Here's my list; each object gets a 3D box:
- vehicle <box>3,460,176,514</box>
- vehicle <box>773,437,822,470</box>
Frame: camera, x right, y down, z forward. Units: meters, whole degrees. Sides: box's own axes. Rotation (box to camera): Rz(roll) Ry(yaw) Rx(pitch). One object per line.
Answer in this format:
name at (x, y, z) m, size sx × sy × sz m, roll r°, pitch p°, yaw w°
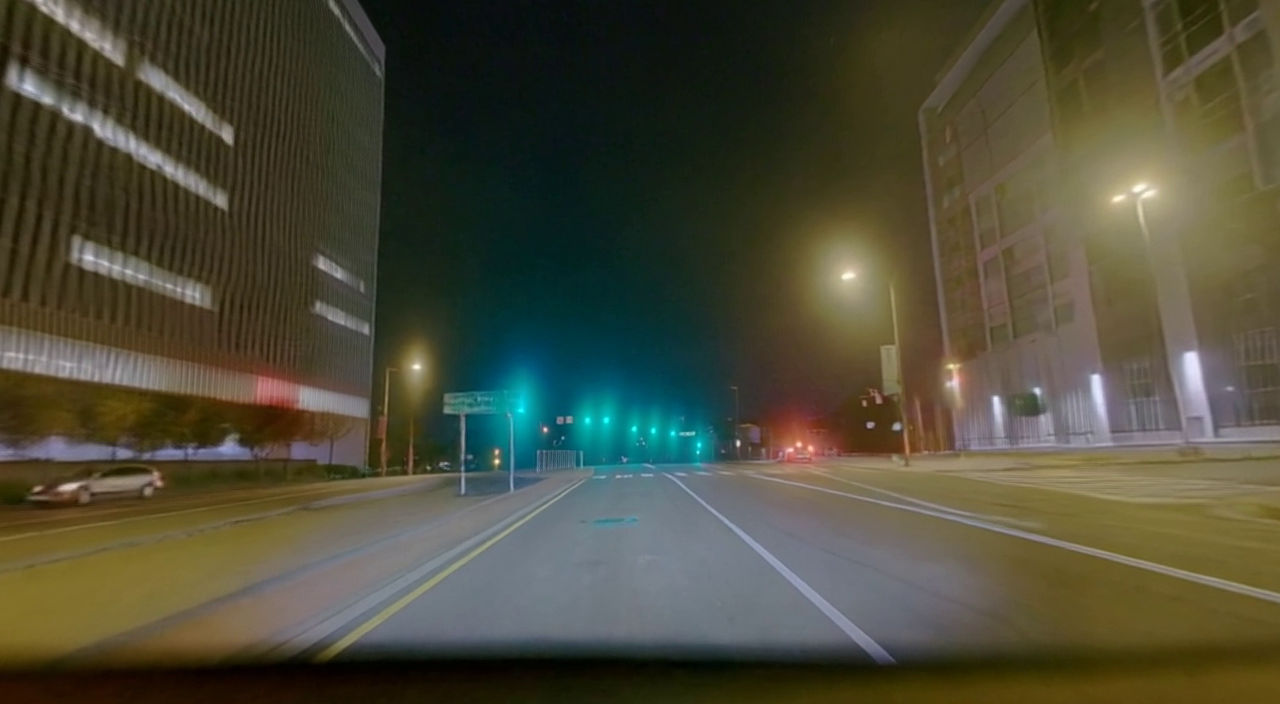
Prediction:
vehicle at (-19.419, 4.753, 22.656) m, size 2.010 × 1.504 × 4.820 m, roll -6°, pitch -10°, yaw -2°
vehicle at (9.969, 6.496, 40.375) m, size 2.101 × 1.957 × 4.718 m, roll -1°, pitch -9°, yaw 3°
